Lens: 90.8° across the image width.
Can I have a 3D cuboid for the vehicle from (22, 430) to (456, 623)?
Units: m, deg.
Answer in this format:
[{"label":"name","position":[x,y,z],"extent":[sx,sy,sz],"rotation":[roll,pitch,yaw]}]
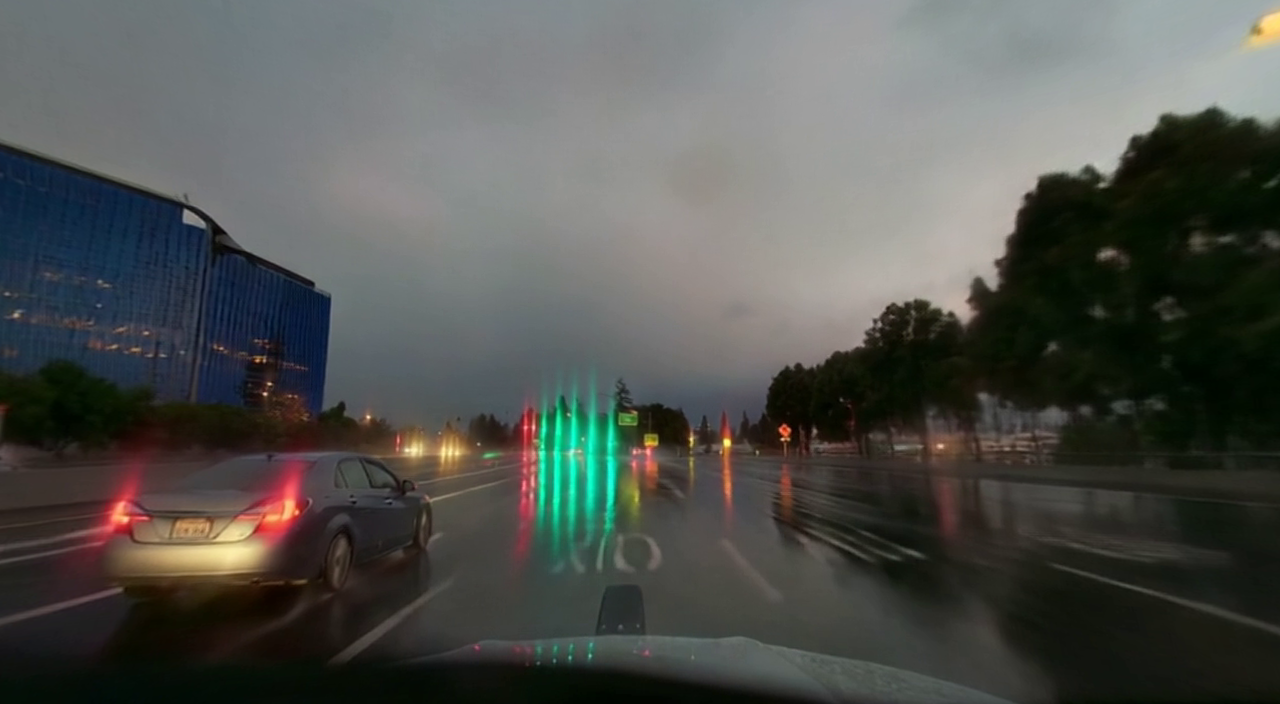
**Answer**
[{"label":"vehicle","position":[-3.746,1.673,7.123],"extent":[2.018,1.476,4.364],"rotation":[0,-8,0]}]
